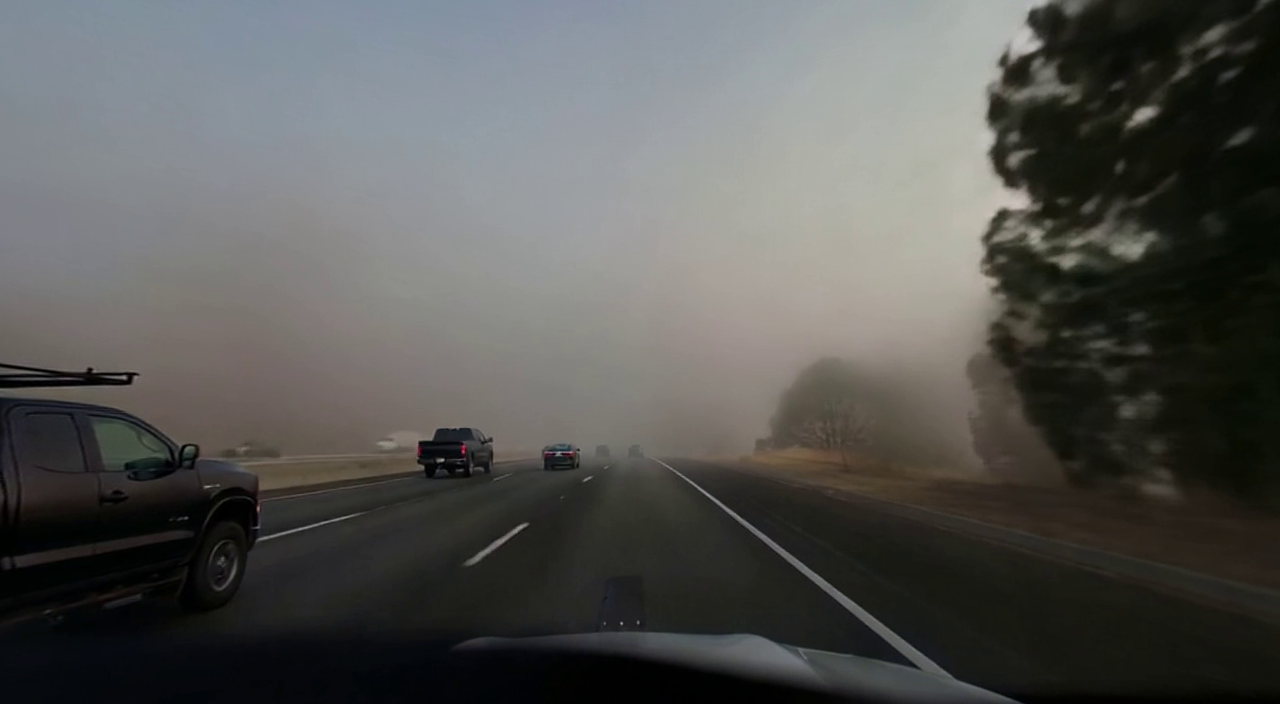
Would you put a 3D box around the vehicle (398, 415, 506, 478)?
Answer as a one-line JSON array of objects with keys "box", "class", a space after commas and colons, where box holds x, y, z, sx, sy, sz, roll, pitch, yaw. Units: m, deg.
[{"box": [-7.532, 3.906, 26.087, 2.594, 2.254, 6.028, 0, -9, 0], "class": "vehicle"}]

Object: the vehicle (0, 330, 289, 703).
[{"box": [-4.043, 0.772, 2.610, 2.200, 1.807, 5.041, 0, -9, 1], "class": "vehicle"}]

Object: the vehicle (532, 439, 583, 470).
[{"box": [-4.224, 5.339, 32.882, 2.012, 1.509, 4.359, 0, -9, 1], "class": "vehicle"}]
